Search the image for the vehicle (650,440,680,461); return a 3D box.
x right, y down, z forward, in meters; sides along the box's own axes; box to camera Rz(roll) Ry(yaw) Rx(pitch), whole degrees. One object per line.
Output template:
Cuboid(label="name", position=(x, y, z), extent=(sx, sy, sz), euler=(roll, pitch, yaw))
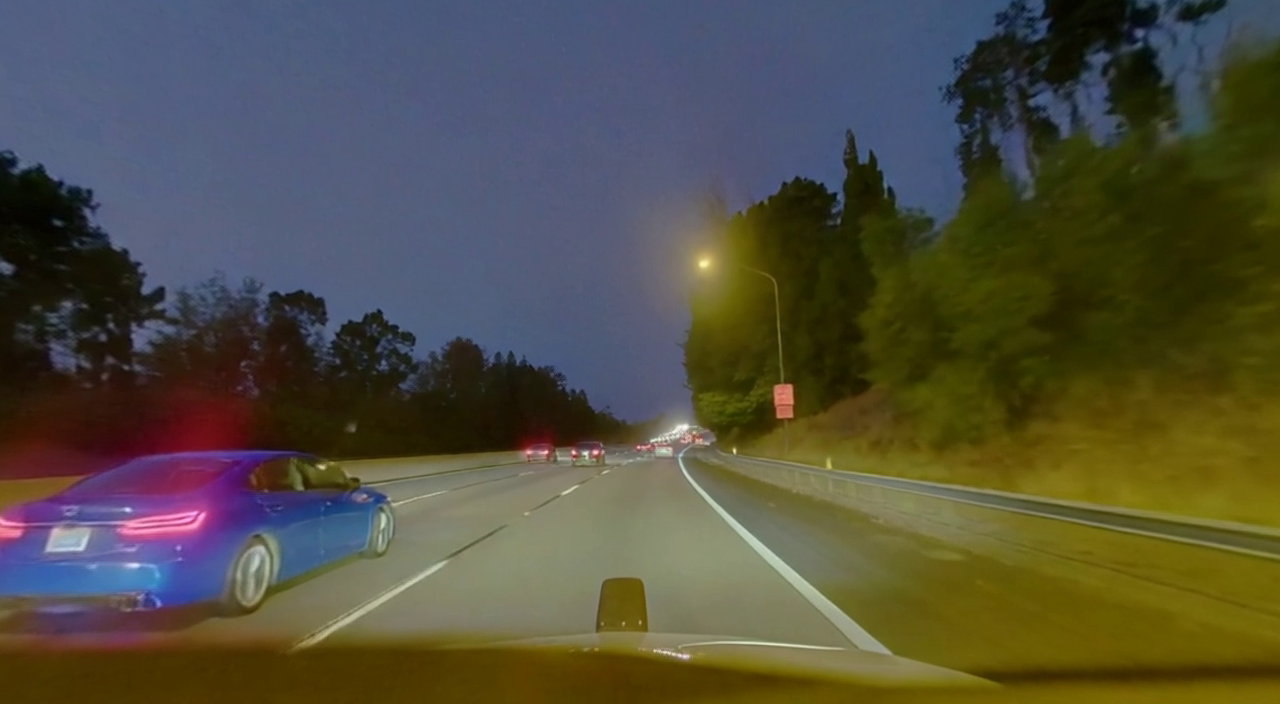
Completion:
Cuboid(label="vehicle", position=(1.881, 7.325, 46.791), extent=(2.113, 1.464, 4.073), euler=(0, -9, 4))

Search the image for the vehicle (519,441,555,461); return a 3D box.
Cuboid(label="vehicle", position=(-7.792, 7.538, 47.968), extent=(1.883, 1.411, 4.053), euler=(0, -9, 3))

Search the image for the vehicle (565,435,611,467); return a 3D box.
Cuboid(label="vehicle", position=(-2.950, 5.731, 36.695), extent=(2.071, 1.716, 4.363), euler=(0, -9, 3))
